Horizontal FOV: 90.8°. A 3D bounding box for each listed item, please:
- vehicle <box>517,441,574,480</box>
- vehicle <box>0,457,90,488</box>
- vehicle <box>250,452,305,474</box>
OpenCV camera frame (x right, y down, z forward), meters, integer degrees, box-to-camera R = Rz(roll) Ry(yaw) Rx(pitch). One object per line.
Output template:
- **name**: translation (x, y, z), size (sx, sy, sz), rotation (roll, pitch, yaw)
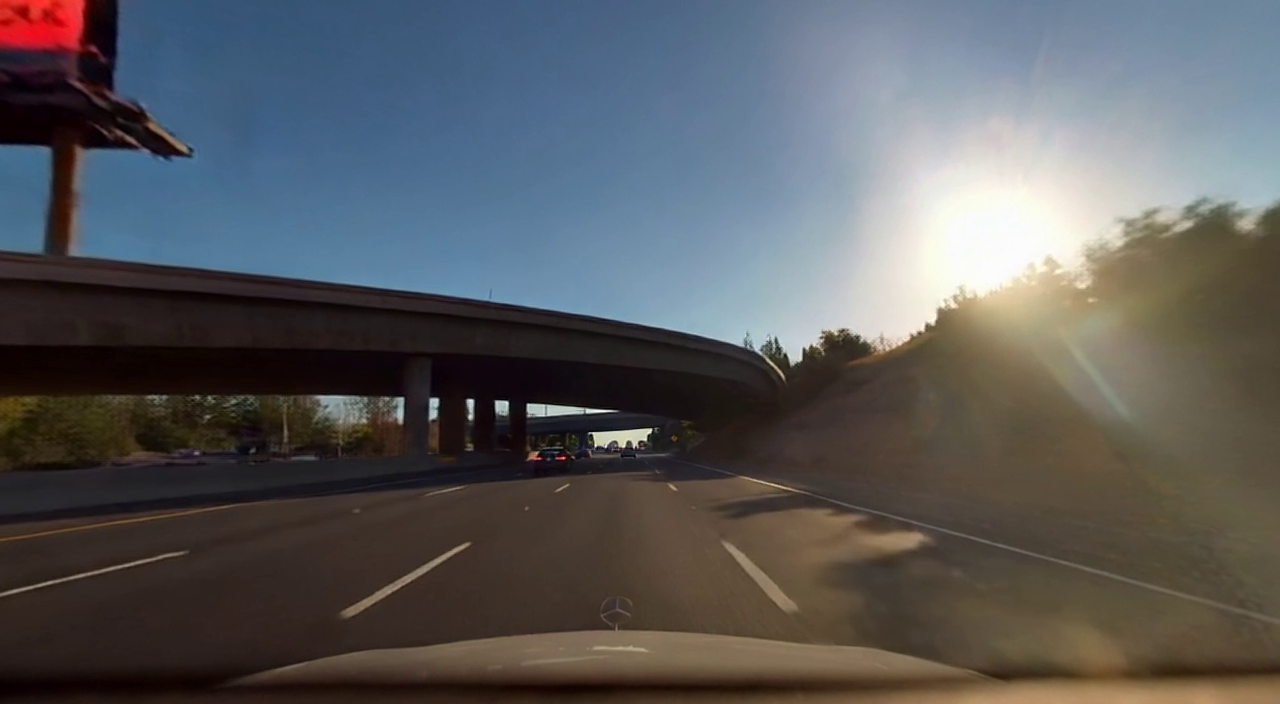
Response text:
- **vehicle**: translation (-4.503, 5.258, 30.824), size (2.102, 1.727, 4.704), rotation (0, -9, 0)
- **vehicle**: translation (-28.847, 5.808, 30.550), size (1.492, 1.347, 3.297), rotation (0, -9, -1)
- **vehicle**: translation (-24.906, 7.589, 43.503), size (1.633, 1.412, 3.619), rotation (-1, -9, 0)
